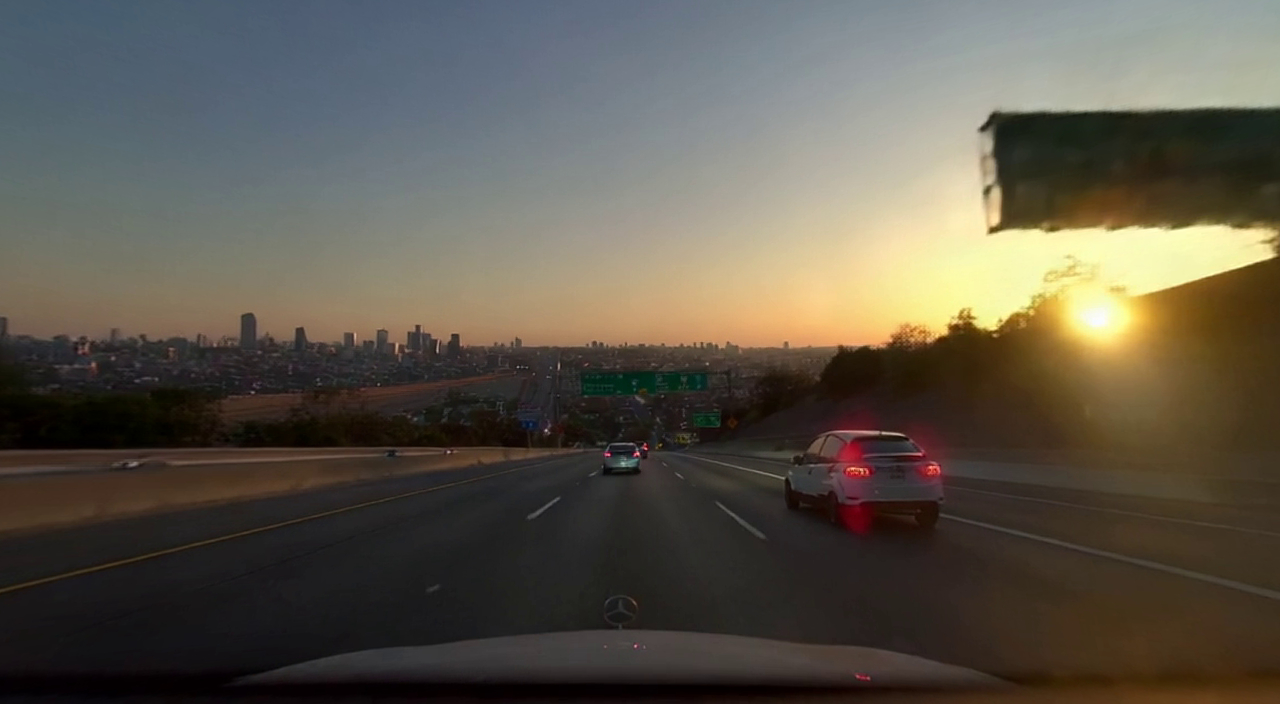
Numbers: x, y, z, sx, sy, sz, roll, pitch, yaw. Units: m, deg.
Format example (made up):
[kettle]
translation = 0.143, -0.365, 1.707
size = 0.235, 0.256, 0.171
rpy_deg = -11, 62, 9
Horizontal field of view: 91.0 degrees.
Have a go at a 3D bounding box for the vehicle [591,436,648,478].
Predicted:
[vehicle]
translation = -0.775, 4.260, 25.707
size = 2.147, 1.576, 3.964
rpy_deg = 0, -9, 0
